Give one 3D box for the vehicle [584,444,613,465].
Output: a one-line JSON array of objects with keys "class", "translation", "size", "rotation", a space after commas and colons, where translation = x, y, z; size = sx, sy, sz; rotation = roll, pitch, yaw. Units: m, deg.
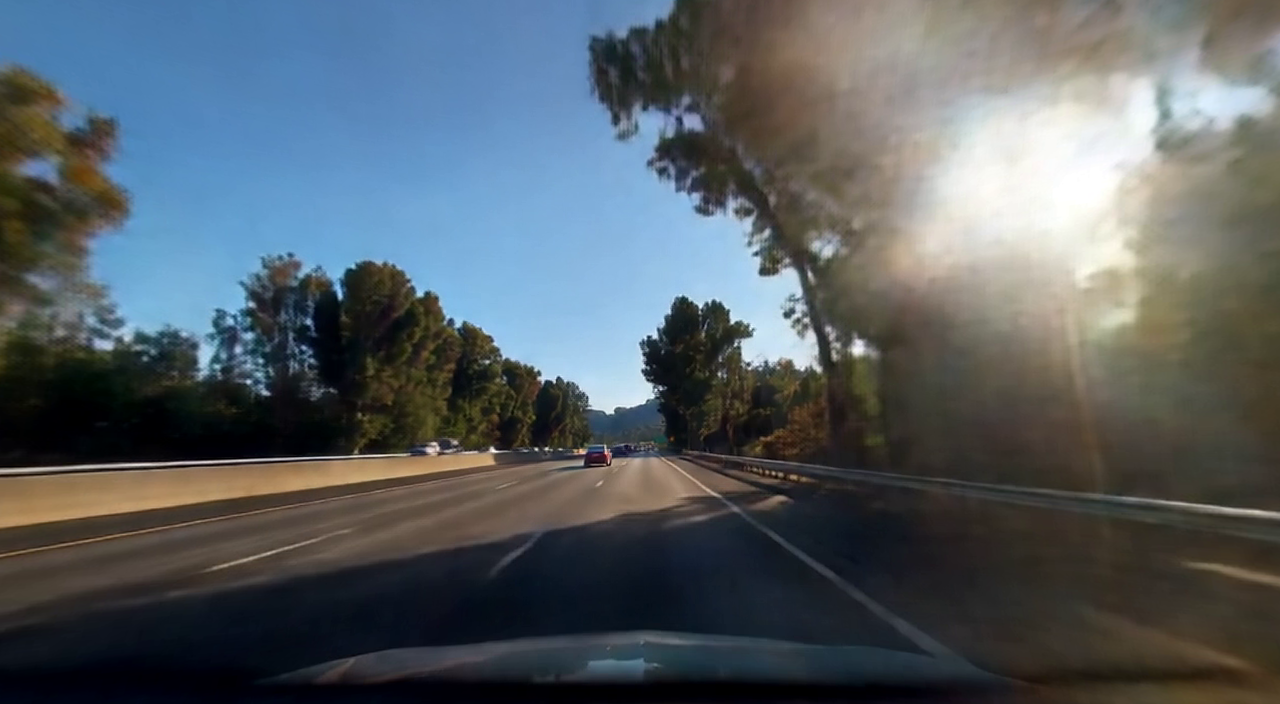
[{"class": "vehicle", "translation": [-3.193, 8.024, 49.437], "size": [1.993, 1.589, 3.898], "rotation": [0, -8, 1]}]
